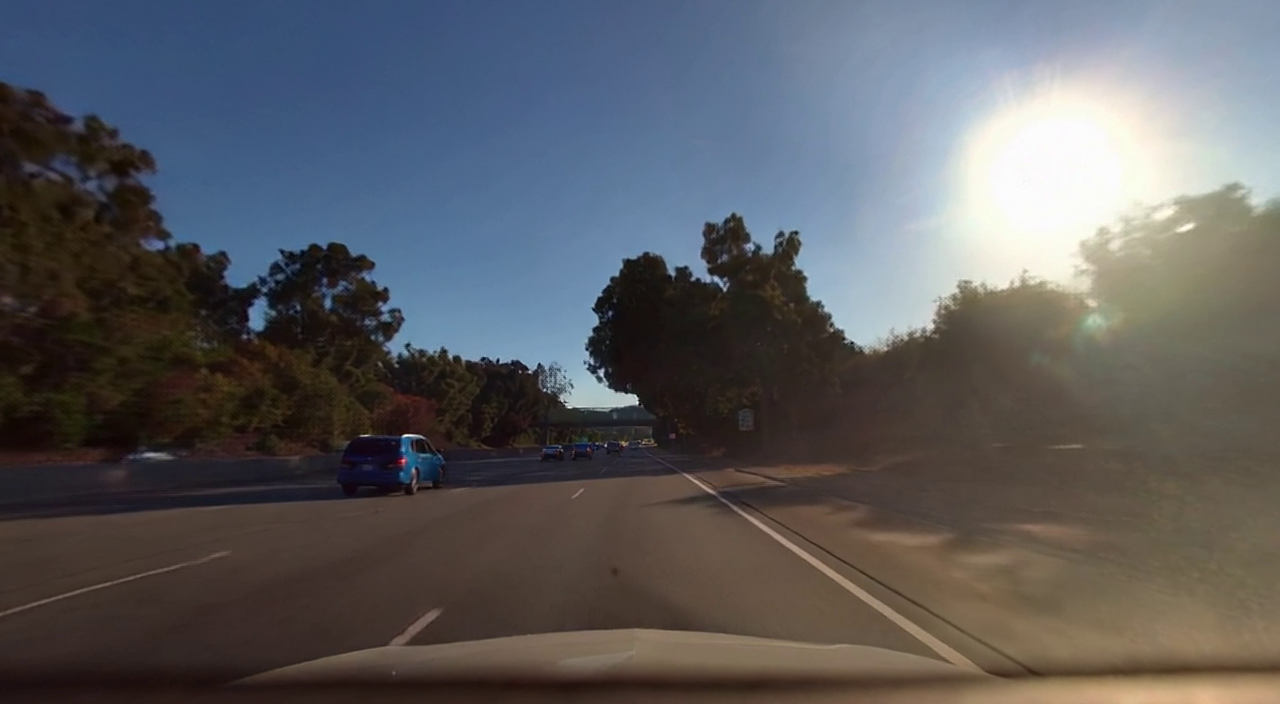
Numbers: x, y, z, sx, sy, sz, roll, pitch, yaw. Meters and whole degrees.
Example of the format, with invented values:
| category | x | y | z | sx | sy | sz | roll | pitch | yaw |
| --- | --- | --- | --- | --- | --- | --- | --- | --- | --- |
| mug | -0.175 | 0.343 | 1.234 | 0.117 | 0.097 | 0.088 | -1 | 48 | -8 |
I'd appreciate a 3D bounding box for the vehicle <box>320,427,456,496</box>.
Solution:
| category | x | y | z | sx | sy | sz | roll | pitch | yaw |
| --- | --- | --- | --- | --- | --- | --- | --- | --- | --- |
| vehicle | -7.209 | 3.187 | 18.716 | 2.146 | 1.766 | 4.502 | 0 | -9 | 0 |
